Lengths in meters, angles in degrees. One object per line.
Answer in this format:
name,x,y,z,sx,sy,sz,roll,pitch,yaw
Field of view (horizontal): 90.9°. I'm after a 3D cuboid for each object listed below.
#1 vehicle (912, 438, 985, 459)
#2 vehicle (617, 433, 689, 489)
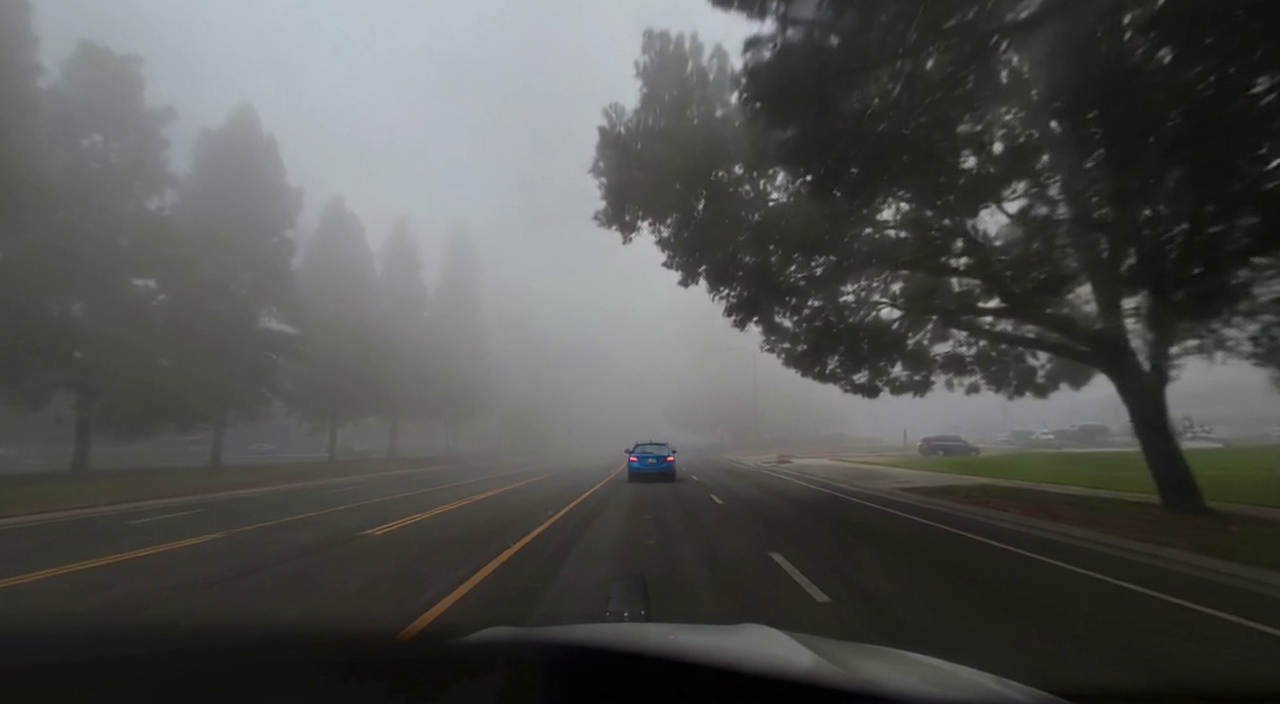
vehicle,22.540,7.034,46.137,4.305,1.457,1.885,-1,-8,5
vehicle,0.374,3.339,19.638,2.010,1.535,3.735,-1,-8,0
